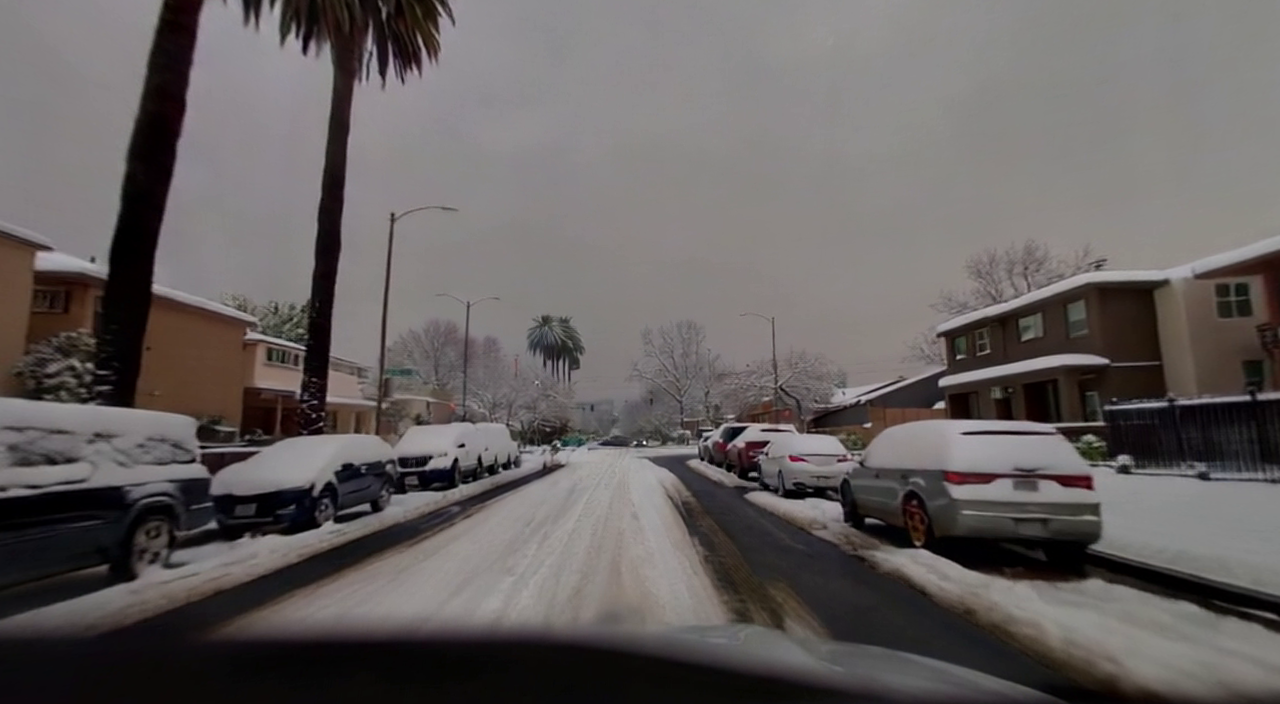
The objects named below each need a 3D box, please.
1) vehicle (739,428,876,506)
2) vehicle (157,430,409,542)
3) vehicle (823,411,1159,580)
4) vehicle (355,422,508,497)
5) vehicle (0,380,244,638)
[{"bbox_3d":[3.768,2.649,15.190,1.958,1.485,4.819,2,-8,0],"label":"vehicle"},{"bbox_3d":[-5.784,2.172,11.077,1.849,1.531,4.562,0,-8,-1],"label":"vehicle"},{"bbox_3d":[4.081,1.706,8.375,1.998,1.649,4.175,0,-8,0],"label":"vehicle"},{"bbox_3d":[-5.703,3.019,18.361,2.316,1.808,5.876,0,-8,1],"label":"vehicle"},{"bbox_3d":[-5.675,1.227,5.145,1.963,1.859,4.884,0,-8,-4],"label":"vehicle"}]
